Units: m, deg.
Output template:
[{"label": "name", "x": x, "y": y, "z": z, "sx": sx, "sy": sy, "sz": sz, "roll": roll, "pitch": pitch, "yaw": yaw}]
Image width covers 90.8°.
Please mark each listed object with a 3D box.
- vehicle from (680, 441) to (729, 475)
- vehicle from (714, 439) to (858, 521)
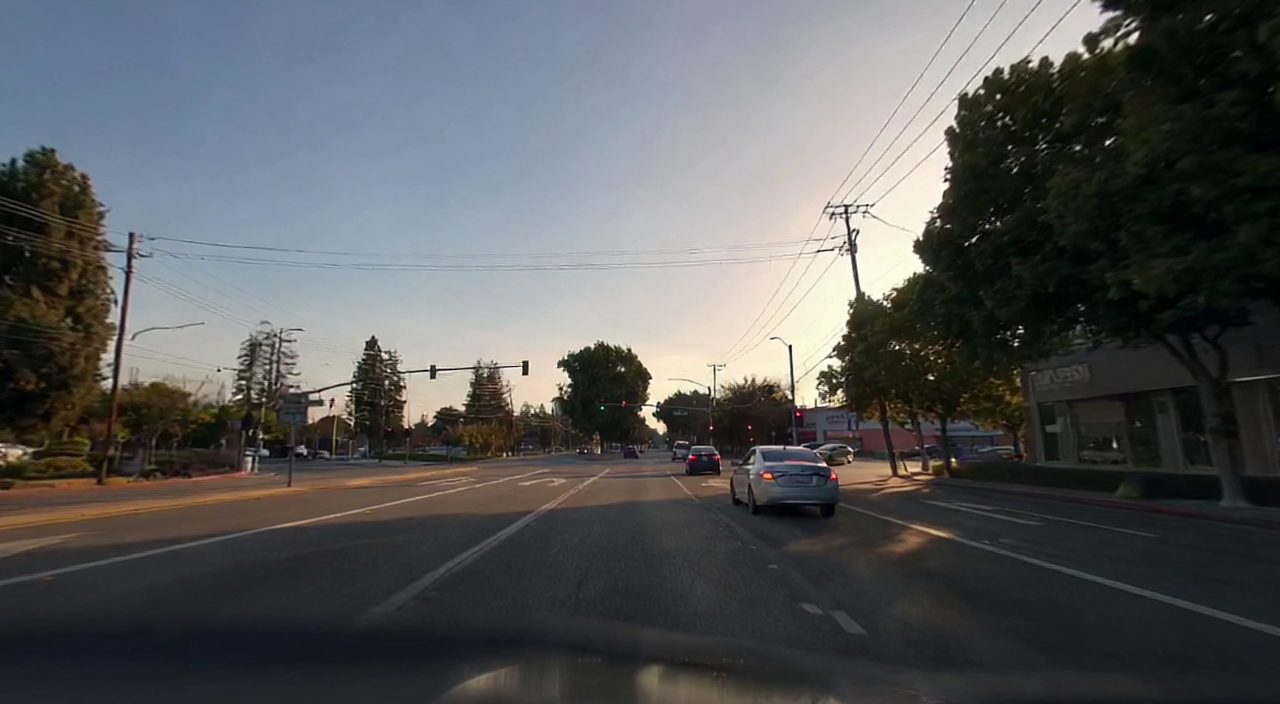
[{"label": "vehicle", "x": 3.327, "y": 5.590, "z": 33.569, "sx": 2.128, "sy": 1.699, "sz": 4.222, "roll": 0, "pitch": -8, "yaw": 0}, {"label": "vehicle", "x": 2.903, "y": 2.656, "z": 13.720, "sx": 2.004, "sy": 1.455, "sz": 4.417, "roll": 0, "pitch": -8, "yaw": -1}]
